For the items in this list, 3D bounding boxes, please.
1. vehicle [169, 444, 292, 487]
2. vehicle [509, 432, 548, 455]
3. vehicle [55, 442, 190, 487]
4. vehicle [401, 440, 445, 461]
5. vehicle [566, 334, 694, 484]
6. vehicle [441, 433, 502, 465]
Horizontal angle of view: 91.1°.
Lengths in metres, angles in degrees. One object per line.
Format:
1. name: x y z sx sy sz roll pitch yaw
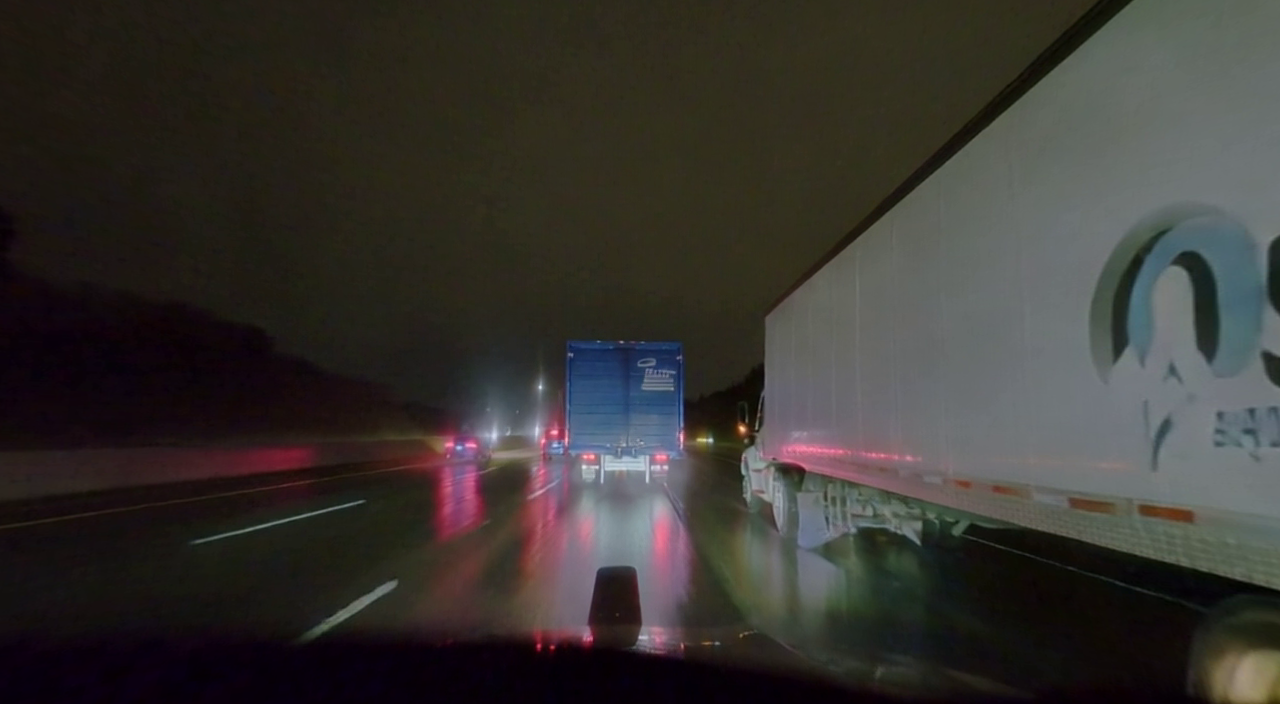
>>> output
1. vehicle: -16.173 4.458 25.157 1.880 1.506 4.531 0 -8 0
2. vehicle: -8.065 6.672 45.917 1.981 1.574 4.561 0 -8 1
3. vehicle: -19.908 4.290 24.429 1.829 1.546 4.004 0 -8 0
4. vehicle: -16.381 7.464 47.735 1.884 1.465 3.988 0 -8 0
5. vehicle: -0.305 2.246 22.550 3.442 4.106 10.719 0 -8 0
6. vehicle: -8.450 4.881 31.852 1.940 1.488 3.976 0 -8 0
